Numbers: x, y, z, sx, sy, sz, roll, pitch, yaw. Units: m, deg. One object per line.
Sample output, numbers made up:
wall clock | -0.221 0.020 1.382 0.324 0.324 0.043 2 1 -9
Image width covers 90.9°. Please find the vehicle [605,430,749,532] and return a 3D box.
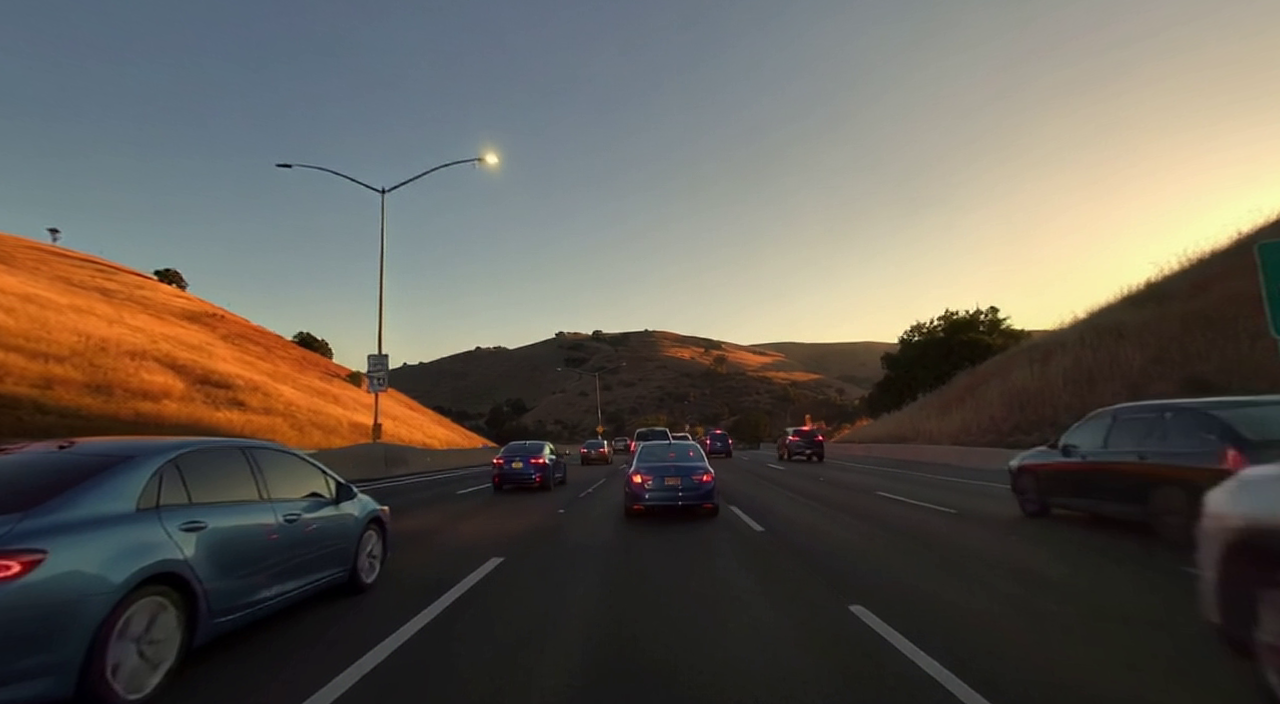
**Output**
vehicle | 0.582 2.142 11.109 2.072 1.431 3.904 -1 -8 2

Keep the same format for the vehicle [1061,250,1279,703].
vehicle | 3.520 0.389 1.354 2.086 1.884 4.547 -1 -8 1

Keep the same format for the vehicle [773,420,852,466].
vehicle | 7.501 4.036 28.005 2.210 1.831 4.843 -1 -8 1

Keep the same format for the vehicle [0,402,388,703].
vehicle | -3.444 1.157 3.777 2.033 1.513 4.333 -1 -8 1

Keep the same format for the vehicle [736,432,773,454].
vehicle | 8.896 7.098 49.371 2.032 1.580 4.928 -1 -8 1

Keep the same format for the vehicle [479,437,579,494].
vehicle | -3.095 3.269 18.614 2.017 1.446 4.384 -1 -8 2
